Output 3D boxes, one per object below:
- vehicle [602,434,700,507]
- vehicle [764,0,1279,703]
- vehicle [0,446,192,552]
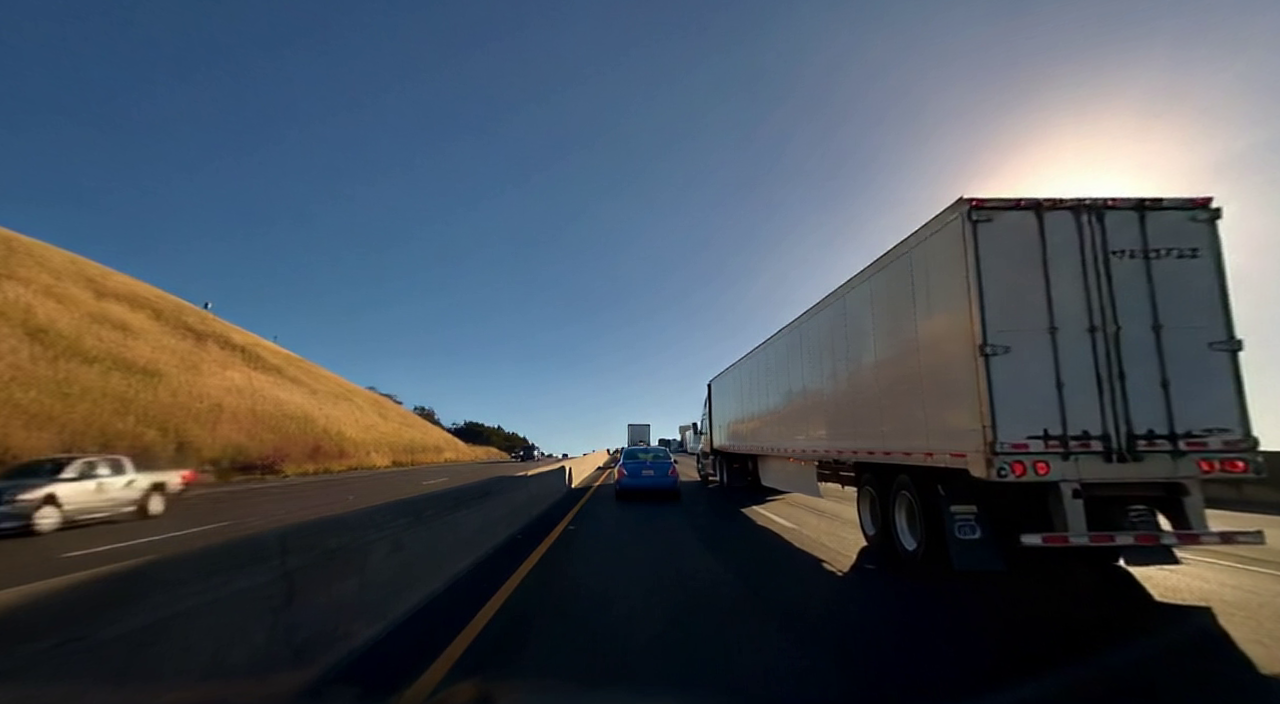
[{"bbox_3d":[0.236,2.771,15.210,2.045,1.507,3.763,-1,-8,0],"label":"vehicle"},{"bbox_3d":[4.544,0.361,8.251,3.235,4.197,9.908,0,-8,-3],"label":"vehicle"},{"bbox_3d":[-11.638,2.801,12.744,1.988,1.727,4.217,-1,-8,0],"label":"vehicle"}]
